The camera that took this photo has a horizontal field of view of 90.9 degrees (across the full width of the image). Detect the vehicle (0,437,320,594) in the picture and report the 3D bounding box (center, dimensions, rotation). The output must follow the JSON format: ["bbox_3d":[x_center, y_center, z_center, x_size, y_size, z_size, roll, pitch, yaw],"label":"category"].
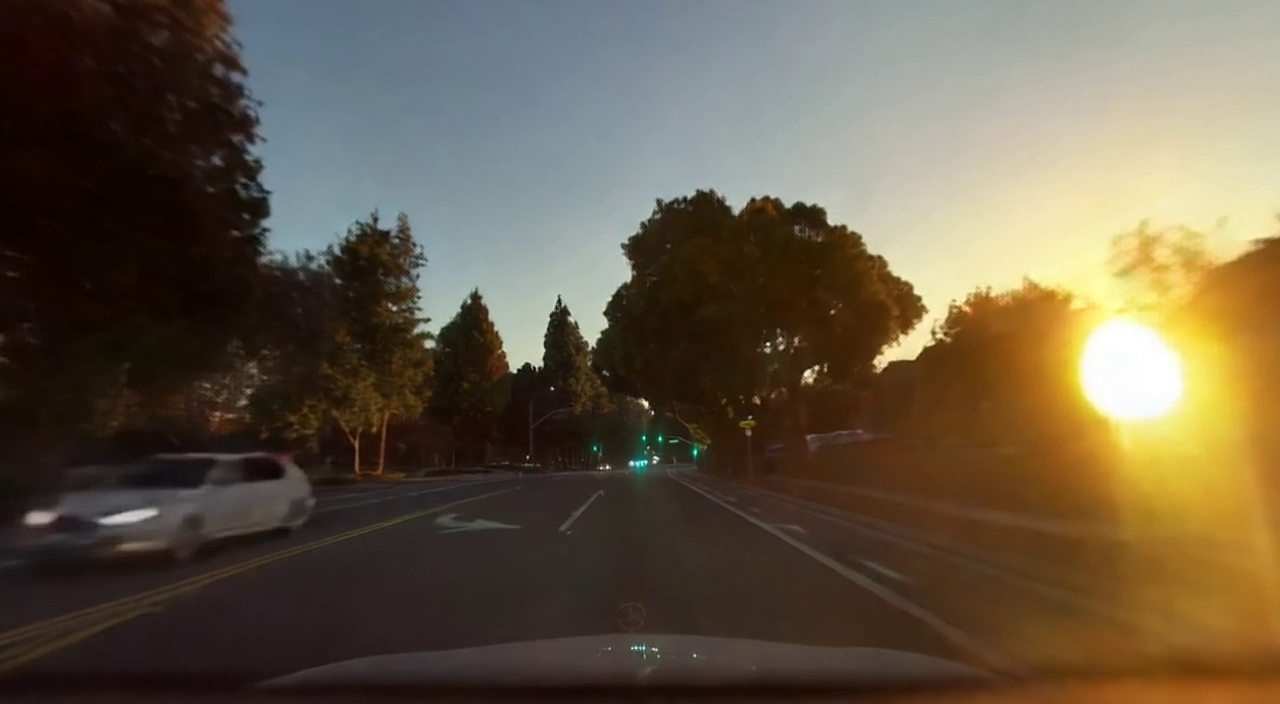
[{"bbox_3d":[-6.461,1.999,8.578,2.095,1.603,3.980,0,-9,0],"label":"vehicle"}]
